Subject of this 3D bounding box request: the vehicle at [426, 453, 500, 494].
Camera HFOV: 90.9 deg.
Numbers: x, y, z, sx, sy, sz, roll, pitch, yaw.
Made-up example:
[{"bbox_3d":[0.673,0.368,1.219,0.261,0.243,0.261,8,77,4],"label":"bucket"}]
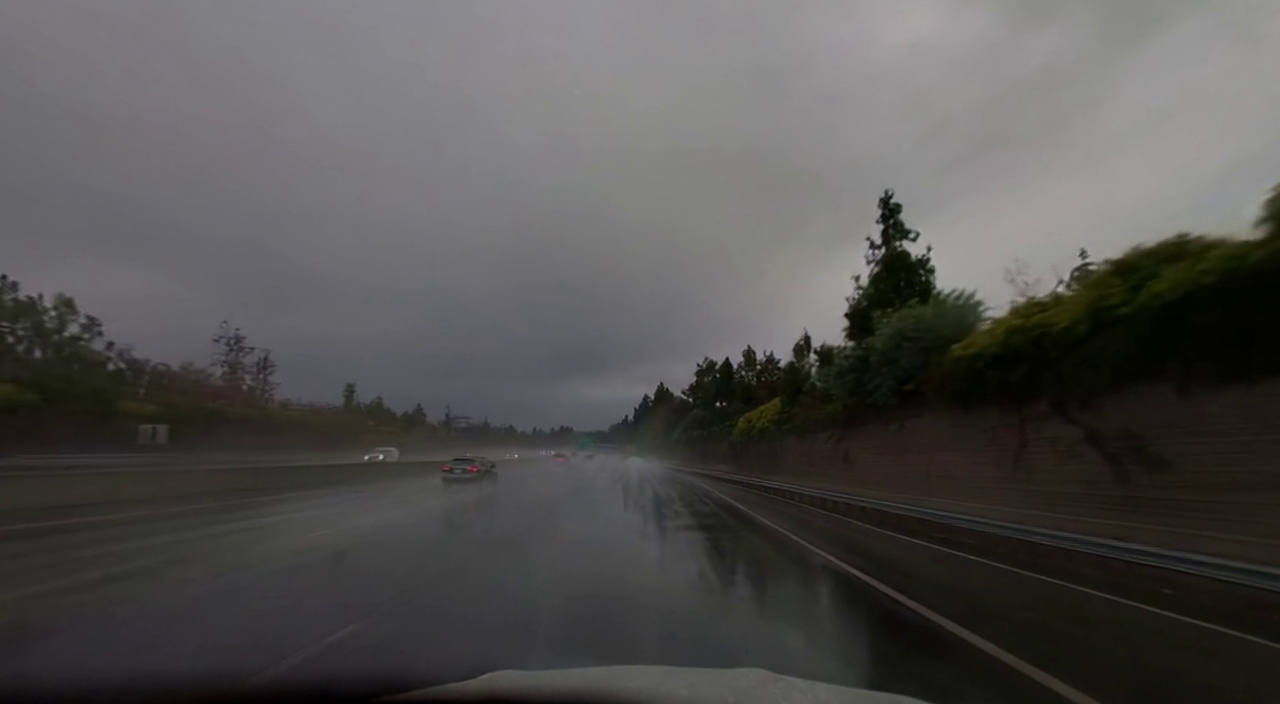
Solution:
[{"bbox_3d":[-6.896,4.749,24.884,1.782,1.441,3.751,0,-9,1],"label":"vehicle"}]
